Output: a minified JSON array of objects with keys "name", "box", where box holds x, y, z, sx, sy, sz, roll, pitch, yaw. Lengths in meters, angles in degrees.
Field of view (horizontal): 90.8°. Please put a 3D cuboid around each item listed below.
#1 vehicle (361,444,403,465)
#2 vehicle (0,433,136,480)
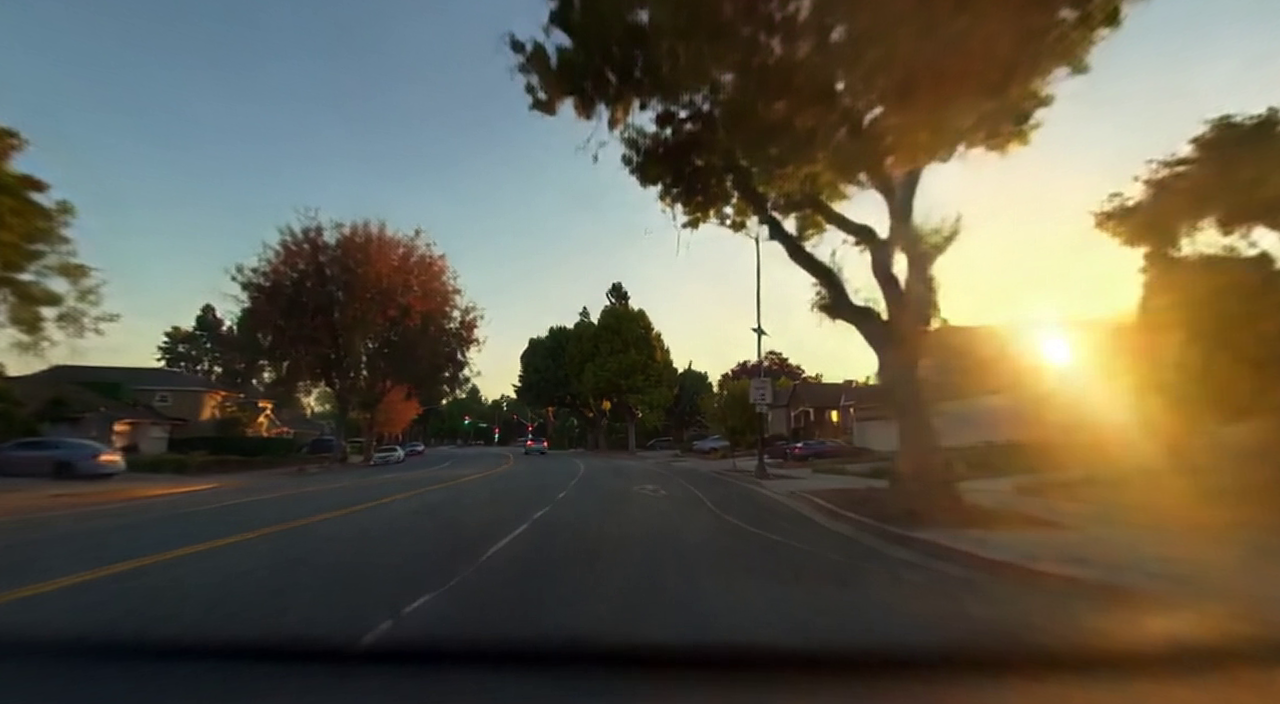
[{"name":"vehicle","box":[-18.457,7.303,45.348,1.911,1.436,4.554,2,-8,-11]},{"name":"vehicle","box":[-21.753,3.913,23.744,3.832,1.683,1.877,1,-8,-7]}]
